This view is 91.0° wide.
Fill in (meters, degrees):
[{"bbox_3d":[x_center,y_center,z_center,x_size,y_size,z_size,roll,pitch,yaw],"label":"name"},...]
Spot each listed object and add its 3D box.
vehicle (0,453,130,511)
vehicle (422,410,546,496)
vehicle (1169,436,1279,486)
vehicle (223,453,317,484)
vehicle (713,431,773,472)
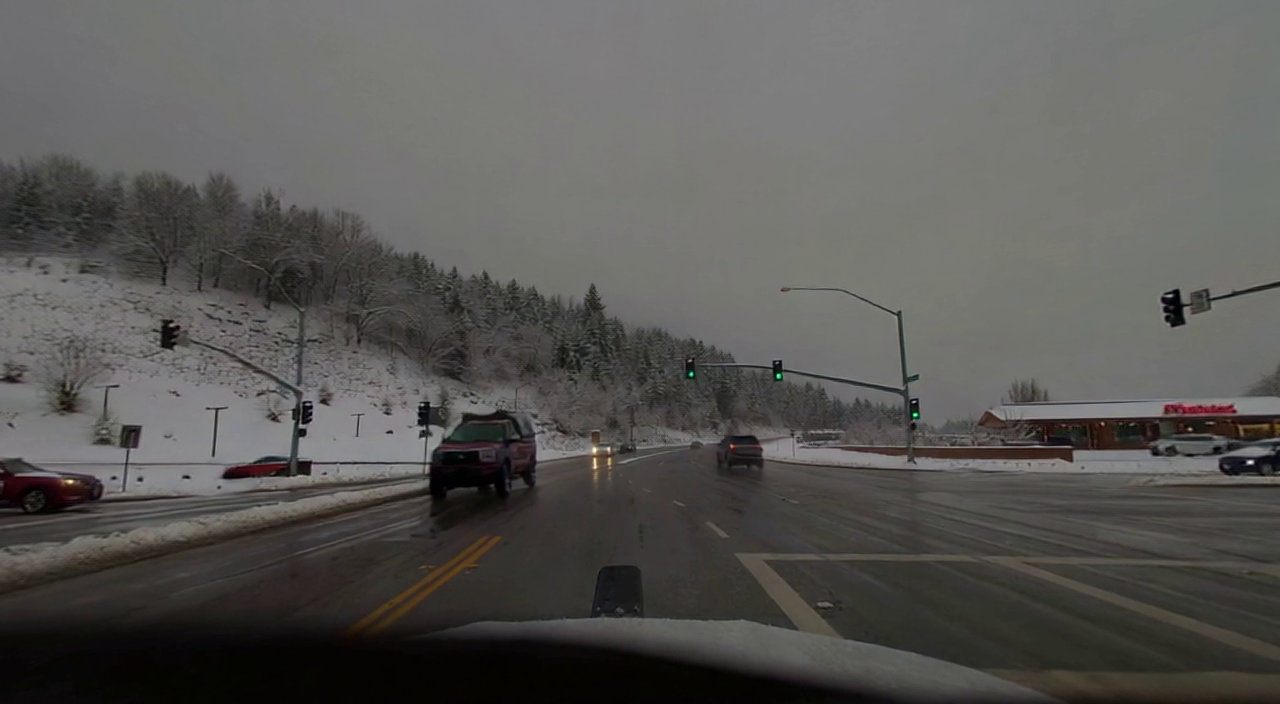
[{"bbox_3d":[-19.774,4.190,20.521,4.440,1.748,2.033,0,-9,1],"label":"vehicle"},{"bbox_3d":[-4.687,3.196,20.118,2.318,2.325,5.910,0,-9,1],"label":"vehicle"},{"bbox_3d":[25.074,4.465,26.041,4.546,1.944,2.051,1,-9,-5],"label":"vehicle"},{"bbox_3d":[-21.677,6.803,37.065,4.336,1.706,2.069,3,-9,-18],"label":"vehicle"},{"bbox_3d":[5.909,5.838,36.966,2.388,2.201,5.139,0,-9,-3],"label":"vehicle"}]
